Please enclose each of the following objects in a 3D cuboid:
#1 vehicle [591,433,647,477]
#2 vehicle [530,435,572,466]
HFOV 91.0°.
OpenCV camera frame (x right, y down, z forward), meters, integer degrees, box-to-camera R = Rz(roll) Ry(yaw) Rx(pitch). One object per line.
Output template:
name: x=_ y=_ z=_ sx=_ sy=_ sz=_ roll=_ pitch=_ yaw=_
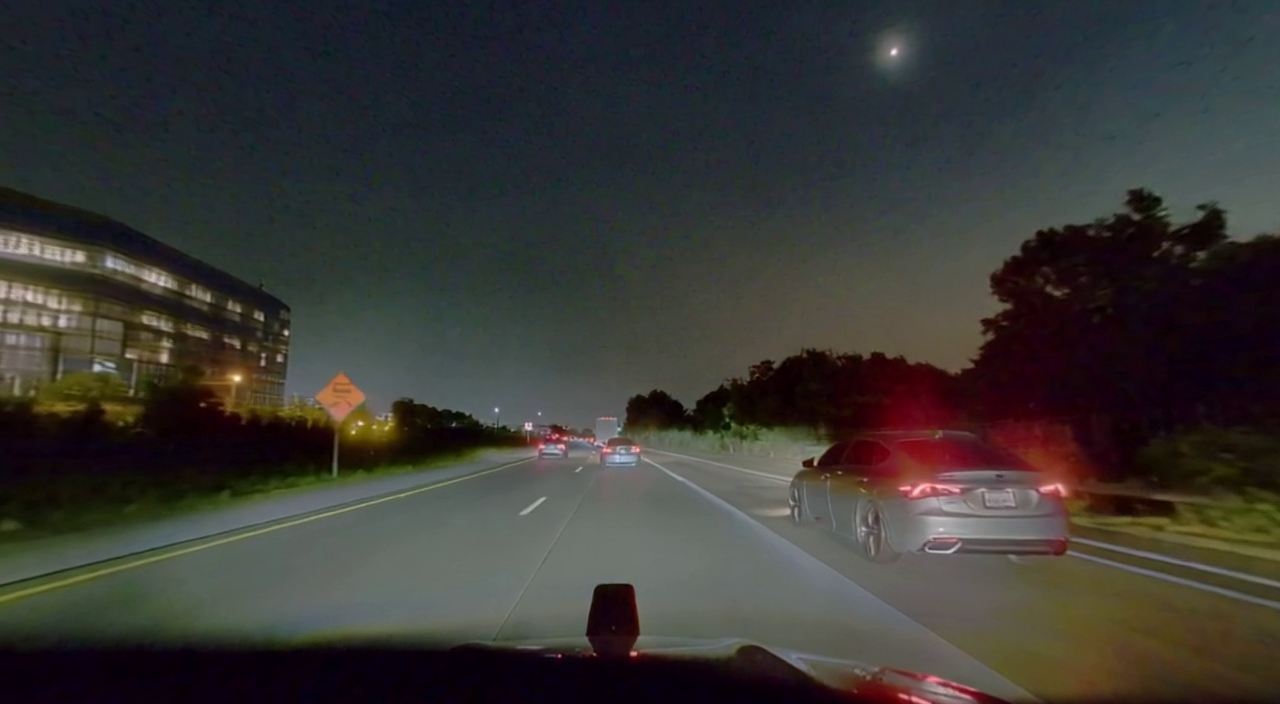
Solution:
vehicle: x=-0.866 y=4.134 z=25.540 sx=2.078 sy=1.608 sz=3.982 roll=0 pitch=-8 yaw=-3
vehicle: x=-5.290 y=5.890 z=37.929 sx=2.080 sy=1.733 sz=4.410 roll=0 pitch=-8 yaw=-3
